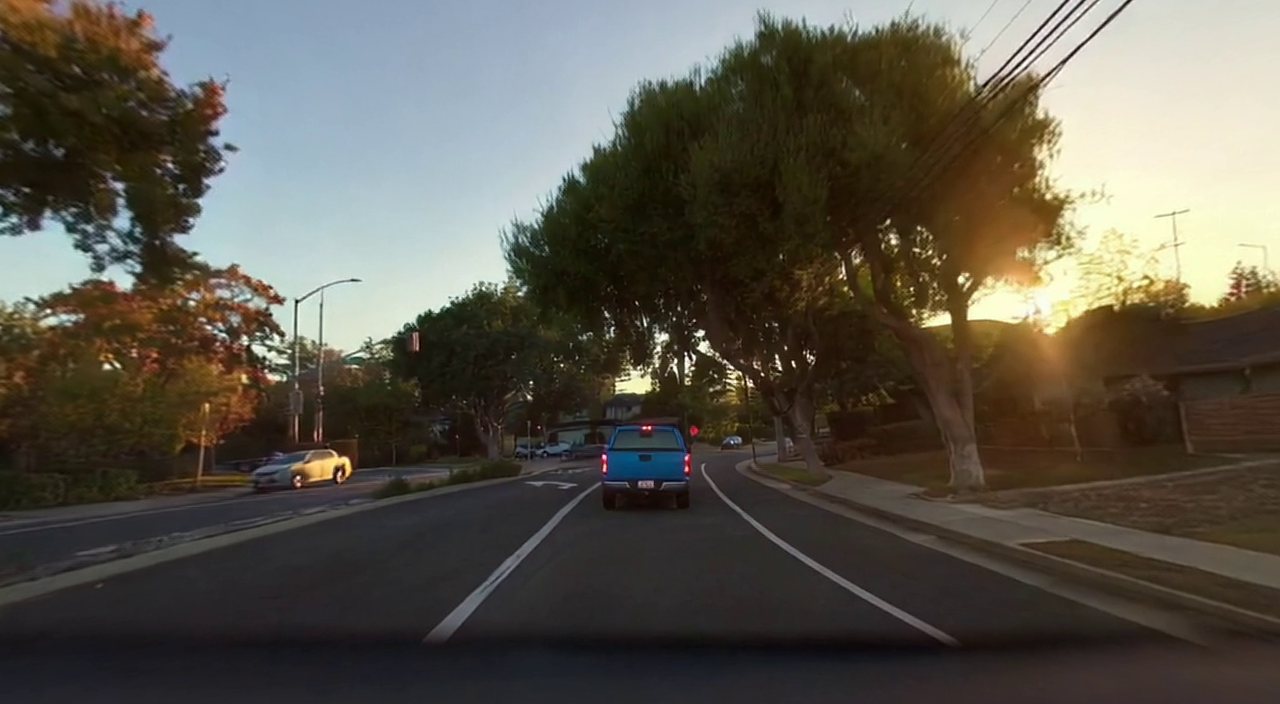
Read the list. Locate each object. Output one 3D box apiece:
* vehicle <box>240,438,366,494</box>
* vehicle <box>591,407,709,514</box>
[{"bbox_3d":[-12.971,4.379,24.779,2.053,1.822,4.852,-2,-7,4],"label":"vehicle"},{"bbox_3d":[0.240,2.341,14.002,2.153,1.942,4.767,0,-9,2],"label":"vehicle"}]
